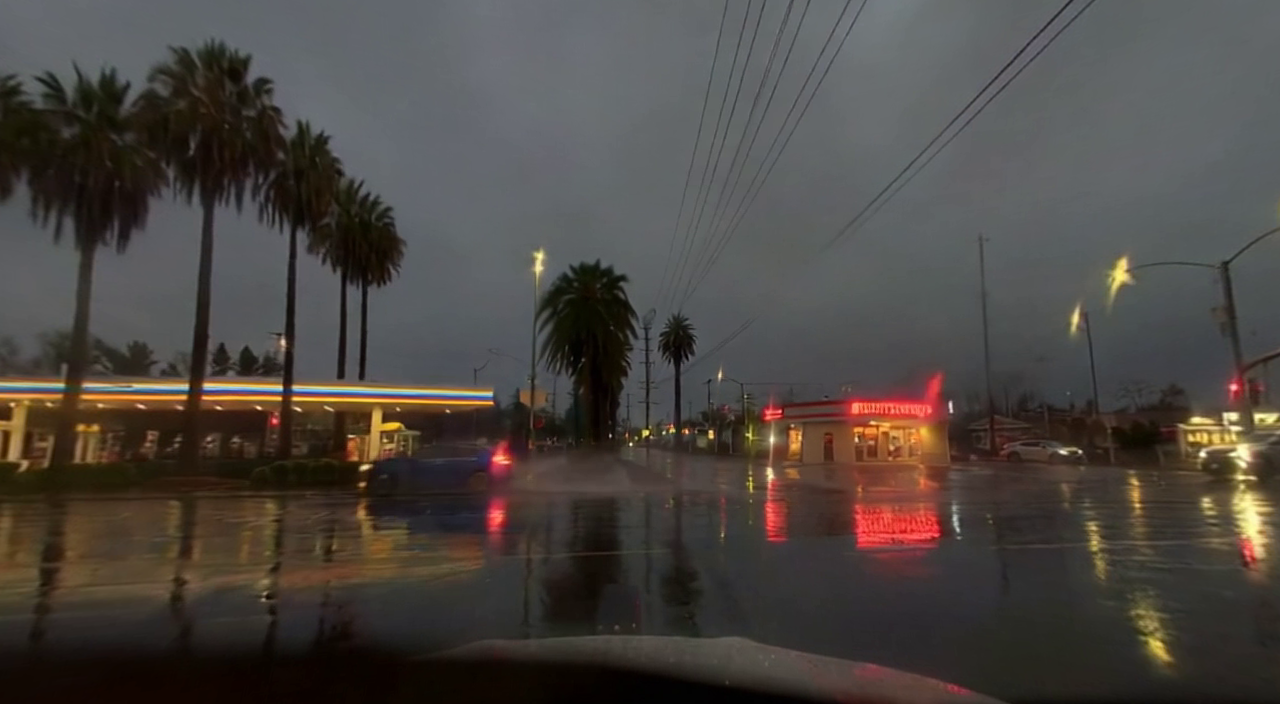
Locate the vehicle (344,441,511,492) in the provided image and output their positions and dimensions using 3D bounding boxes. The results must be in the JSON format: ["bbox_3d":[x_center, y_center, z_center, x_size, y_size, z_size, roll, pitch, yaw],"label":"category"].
[{"bbox_3d":[-6.453,3.527,19.697,4.570,1.480,1.873,1,-9,-5],"label":"vehicle"}]

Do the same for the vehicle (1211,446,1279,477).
[{"bbox_3d":[32.165,5.509,32.042,2.074,1.480,4.369,1,-8,-6],"label":"vehicle"}]

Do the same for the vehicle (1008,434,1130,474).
[{"bbox_3d":[22.120,5.230,32.684,4.880,1.754,2.202,0,-5,-6],"label":"vehicle"}]

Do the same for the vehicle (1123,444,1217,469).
[{"bbox_3d":[34.343,6.760,41.116,1.805,1.466,4.641,1,-8,-7],"label":"vehicle"}]
